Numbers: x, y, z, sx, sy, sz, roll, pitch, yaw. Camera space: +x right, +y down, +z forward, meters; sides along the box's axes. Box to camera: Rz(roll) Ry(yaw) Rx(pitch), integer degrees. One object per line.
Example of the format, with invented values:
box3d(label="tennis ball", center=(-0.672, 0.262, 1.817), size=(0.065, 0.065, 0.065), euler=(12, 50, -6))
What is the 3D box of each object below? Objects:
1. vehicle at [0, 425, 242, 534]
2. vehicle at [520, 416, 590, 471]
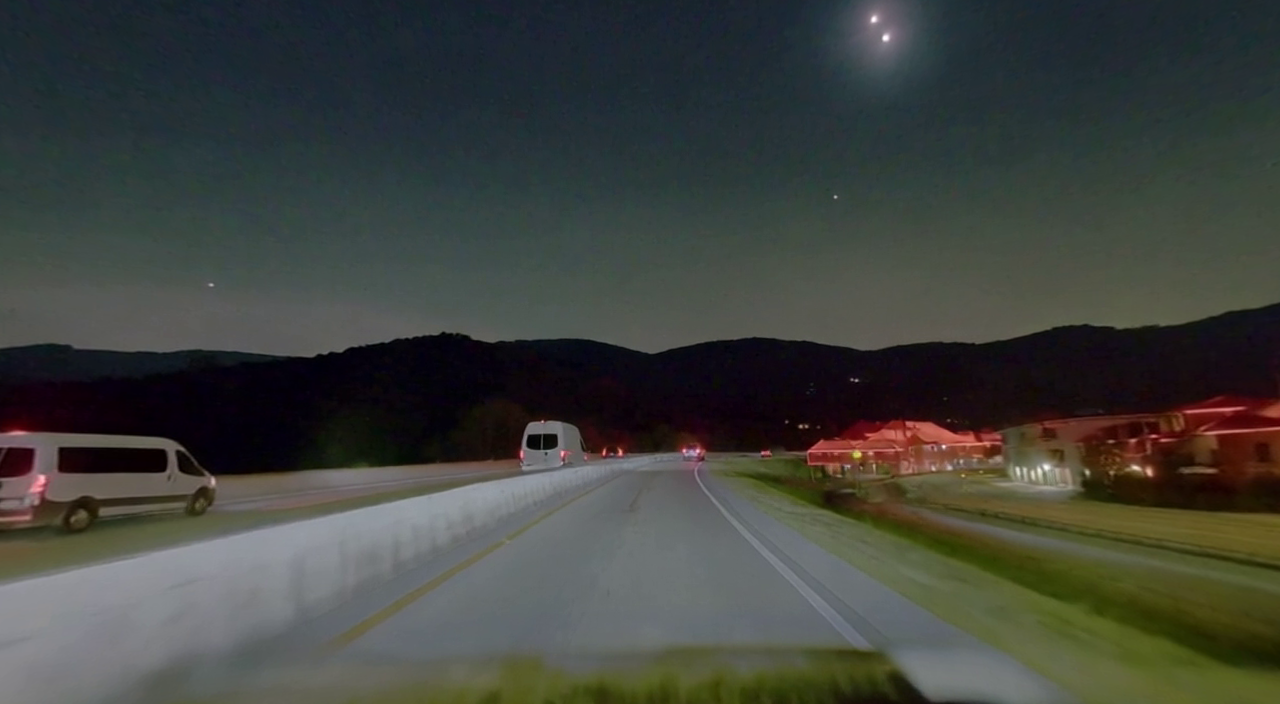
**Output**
box3d(label="vehicle", center=(-9.412, 2.125, 11.158), size=(1.821, 1.524, 4.342), euler=(0, -8, 1))
box3d(label="vehicle", center=(-4.536, 5.077, 35.026), size=(2.314, 2.703, 6.441), euler=(-1, -8, 6))
